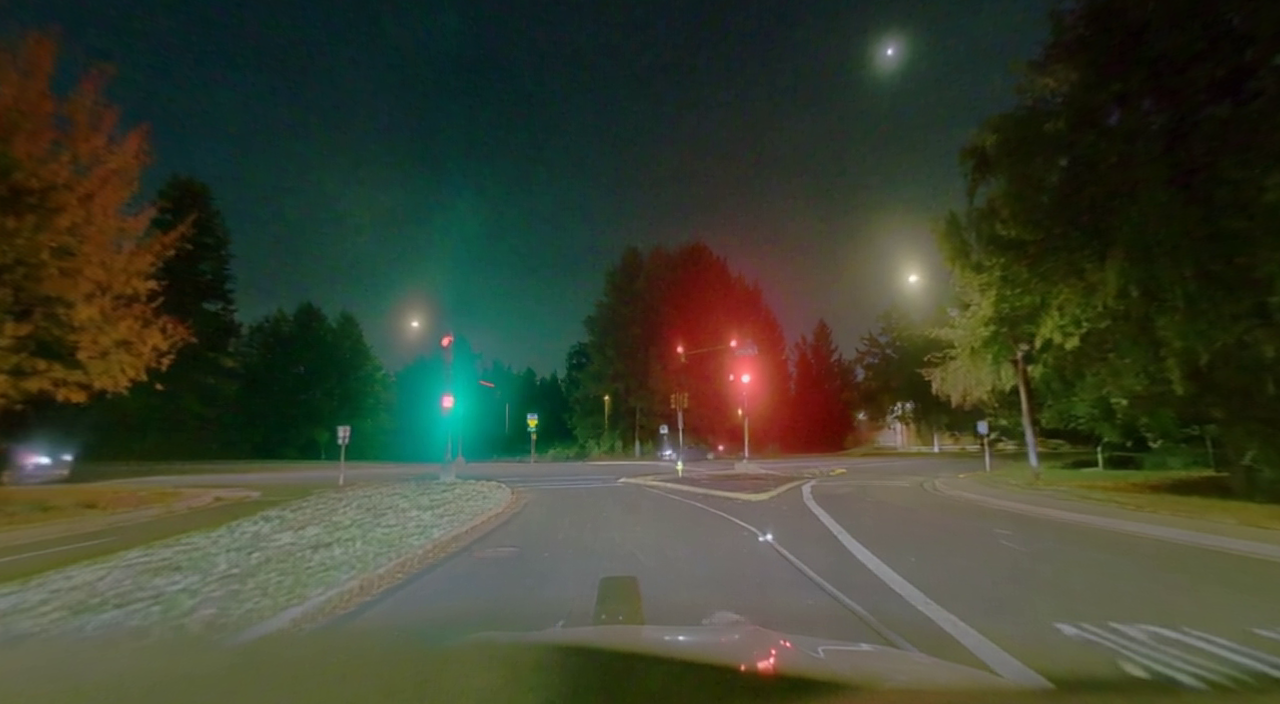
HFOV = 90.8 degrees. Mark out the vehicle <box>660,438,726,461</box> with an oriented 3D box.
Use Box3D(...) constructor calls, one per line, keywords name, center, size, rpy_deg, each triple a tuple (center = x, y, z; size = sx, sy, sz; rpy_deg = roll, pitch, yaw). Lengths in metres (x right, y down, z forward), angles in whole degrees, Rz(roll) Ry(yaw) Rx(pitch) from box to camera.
Box3D(name="vehicle", center=(4.022, 7.370, 47.758), size=(4.602, 1.667, 1.933), rpy_deg=(5, -10, -29))
